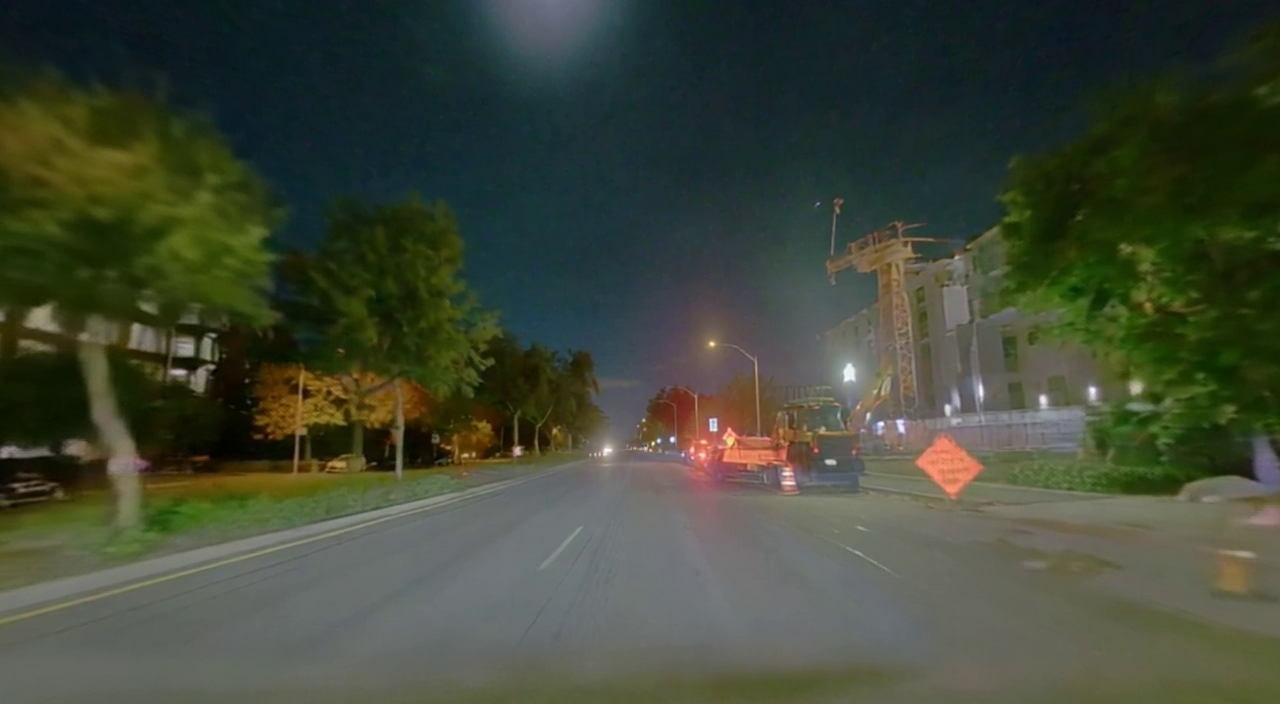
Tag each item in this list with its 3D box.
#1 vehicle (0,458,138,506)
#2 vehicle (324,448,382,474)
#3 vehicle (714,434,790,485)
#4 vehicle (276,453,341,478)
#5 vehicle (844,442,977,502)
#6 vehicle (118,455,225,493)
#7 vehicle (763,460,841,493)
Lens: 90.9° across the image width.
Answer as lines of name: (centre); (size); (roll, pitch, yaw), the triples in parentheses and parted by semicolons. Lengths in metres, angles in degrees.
vehicle: (-21.520, 4.727, 23.335); (1.900, 1.490, 4.775); (0, -8, 0)
vehicle: (-21.594, 8.174, 47.668); (1.986, 1.805, 5.444); (0, -8, -2)
vehicle: (4.379, 4.277, 25.468); (2.050, 1.832, 4.794); (0, -8, -2)
vehicle: (-21.607, 7.401, 41.258); (1.811, 1.480, 4.425); (0, -8, 0)
vehicle: (7.504, 3.342, 18.027); (1.933, 1.483, 4.330); (0, -8, 1)
vehicle: (-21.732, 5.645, 29.448); (1.832, 1.583, 4.083); (0, -8, 0)
vehicle: (5.057, 3.904, 19.919); (1.973, 0.903, 2.151); (0, -8, 3)
